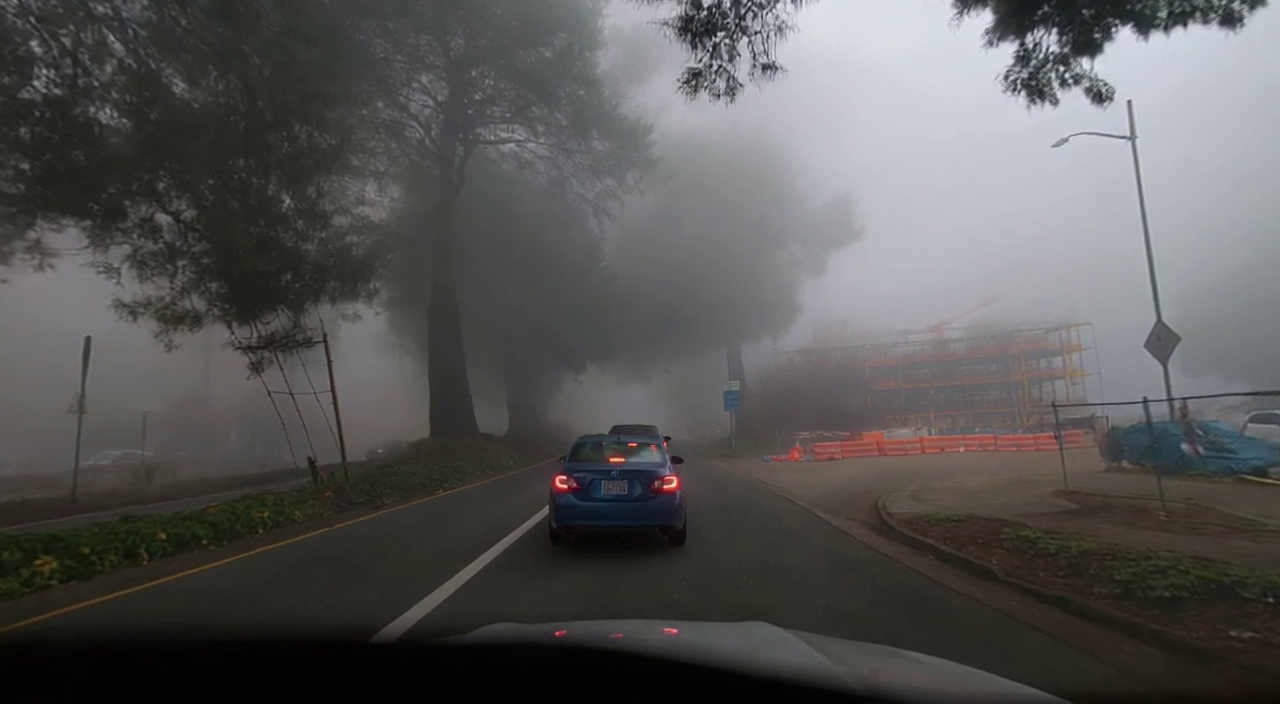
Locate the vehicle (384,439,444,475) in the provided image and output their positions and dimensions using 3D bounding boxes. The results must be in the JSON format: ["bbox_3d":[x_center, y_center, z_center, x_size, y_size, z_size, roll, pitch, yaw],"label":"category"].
[{"bbox_3d":[-10.262,4.670,28.380,2.072,1.465,4.394,4,-9,-25],"label":"vehicle"}]

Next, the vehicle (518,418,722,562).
[{"bbox_3d":[-0.208,1.741,8.650,2.112,1.482,4.076,0,-8,0],"label":"vehicle"}]
